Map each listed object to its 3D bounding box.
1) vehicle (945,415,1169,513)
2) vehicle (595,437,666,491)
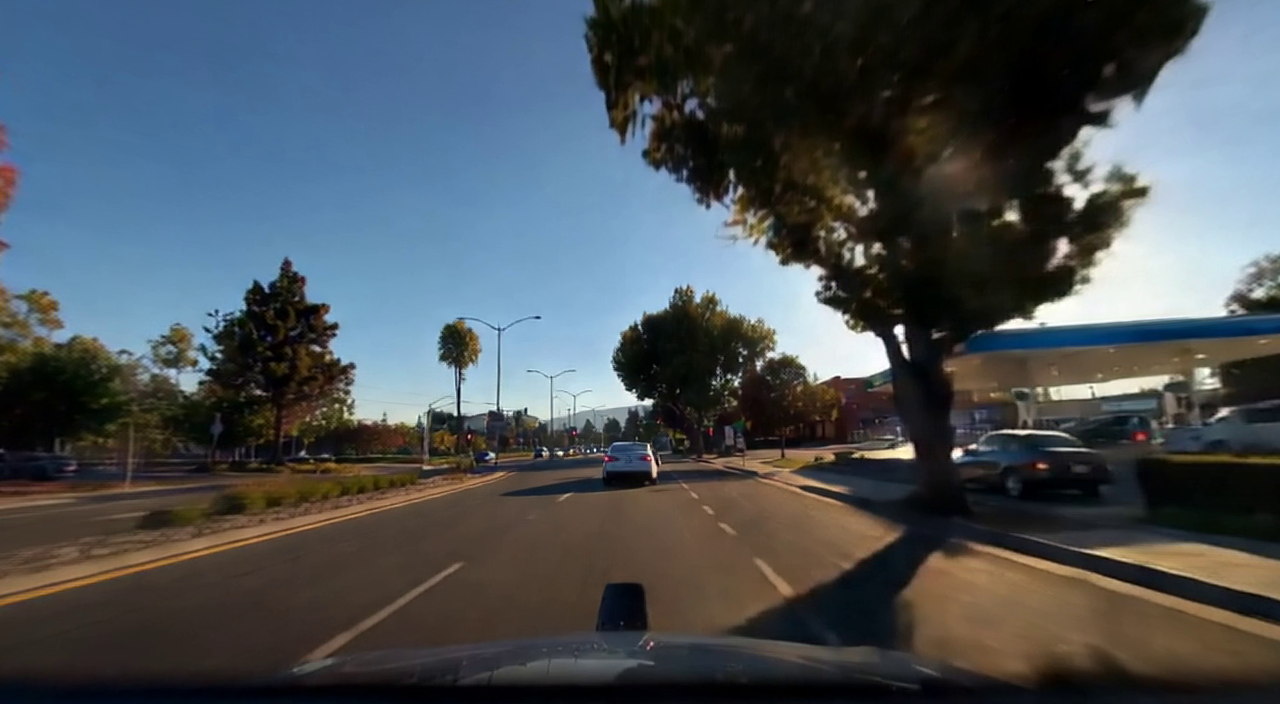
[{"bbox_3d":[9.271,2.529,14.662,2.083,1.882,4.674,0,-9,2],"label":"vehicle"},{"bbox_3d":[-0.266,3.579,20.448,2.062,1.519,4.214,0,-9,0],"label":"vehicle"}]
